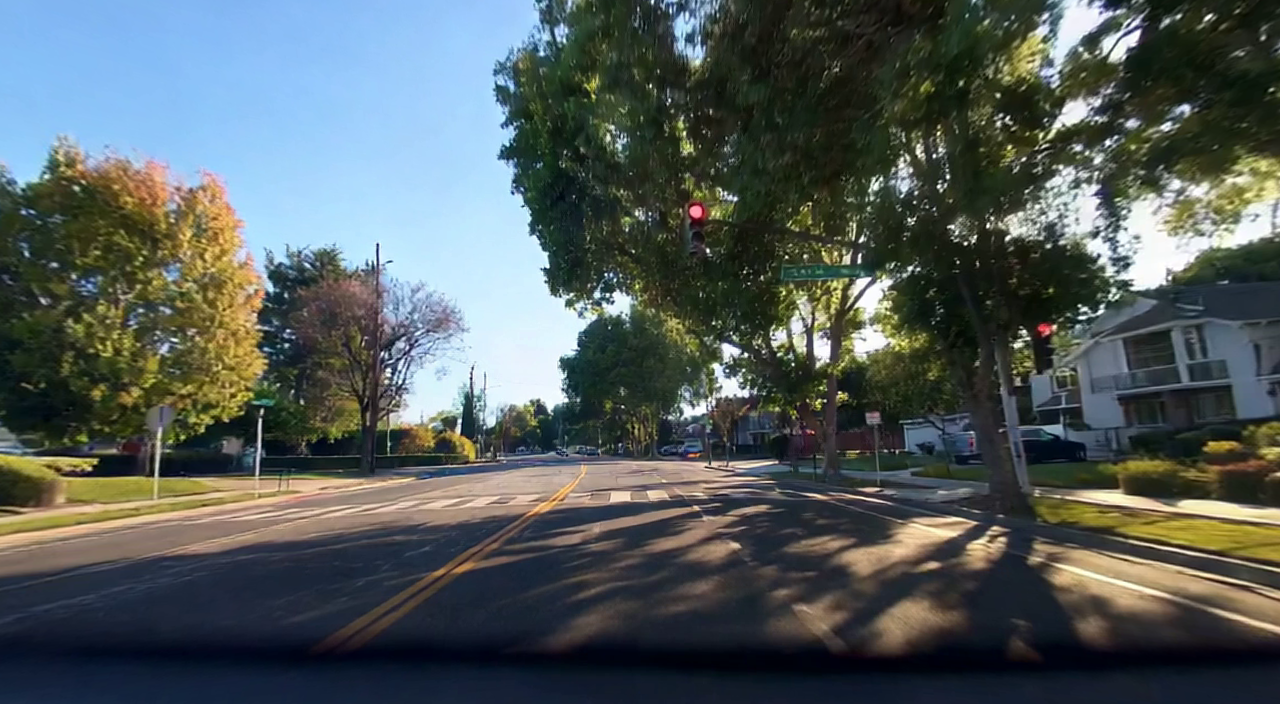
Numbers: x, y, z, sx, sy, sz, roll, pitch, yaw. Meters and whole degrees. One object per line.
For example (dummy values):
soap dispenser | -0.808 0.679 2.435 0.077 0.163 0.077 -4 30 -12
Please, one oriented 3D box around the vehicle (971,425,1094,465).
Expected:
vehicle | 18.304 4.358 29.557 4.631 1.757 2.026 2 -9 -10
